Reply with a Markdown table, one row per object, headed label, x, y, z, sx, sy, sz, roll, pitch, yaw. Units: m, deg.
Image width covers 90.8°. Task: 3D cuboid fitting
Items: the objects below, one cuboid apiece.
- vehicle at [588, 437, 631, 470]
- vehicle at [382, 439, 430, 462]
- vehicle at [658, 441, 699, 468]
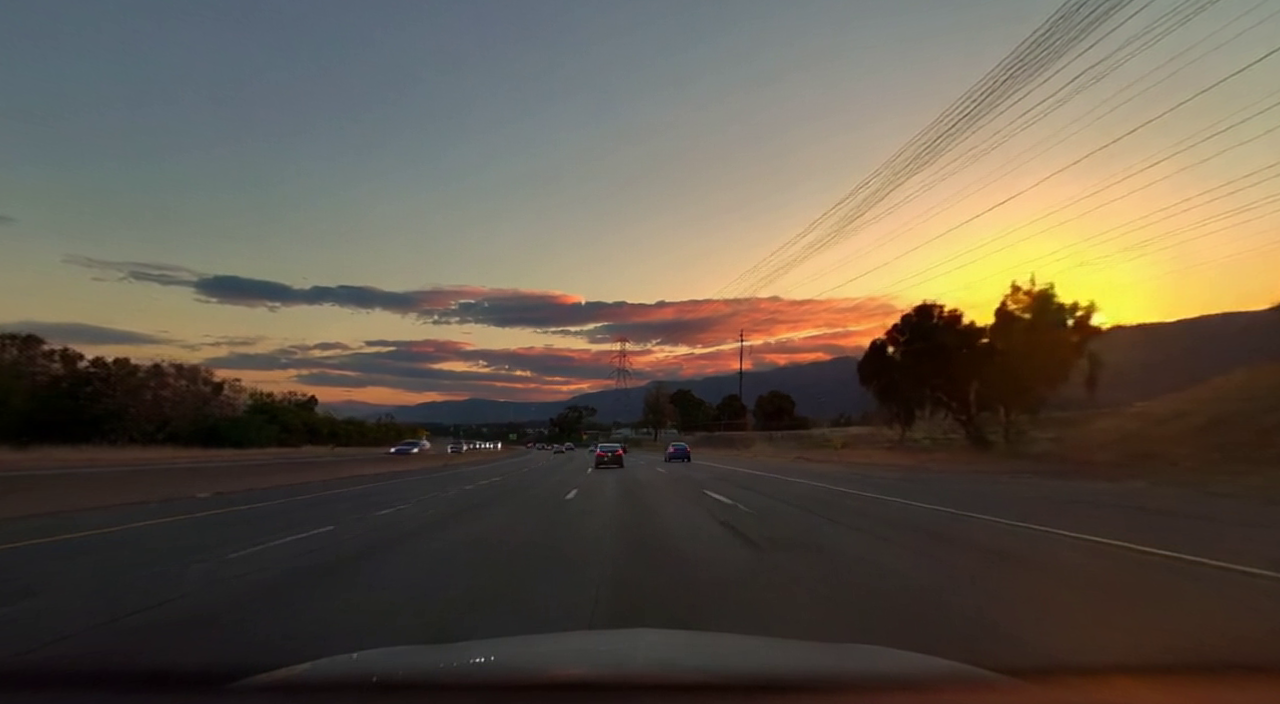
| label | x | y | z | sx | sy | sz | roll | pitch | yaw |
| --- | --- | --- | --- | --- | --- | --- | --- | --- | --- |
| vehicle | -1.691 | 5.536 | 34.634 | 2.188 | 1.714 | 3.921 | 0 | -8 | -3 |
| vehicle | -16.248 | 6.851 | 44.112 | 1.890 | 1.507 | 4.764 | 1 | -8 | -4 |
| vehicle | 2.174 | 5.950 | 36.802 | 1.789 | 1.503 | 3.897 | 1 | -8 | -5 |
